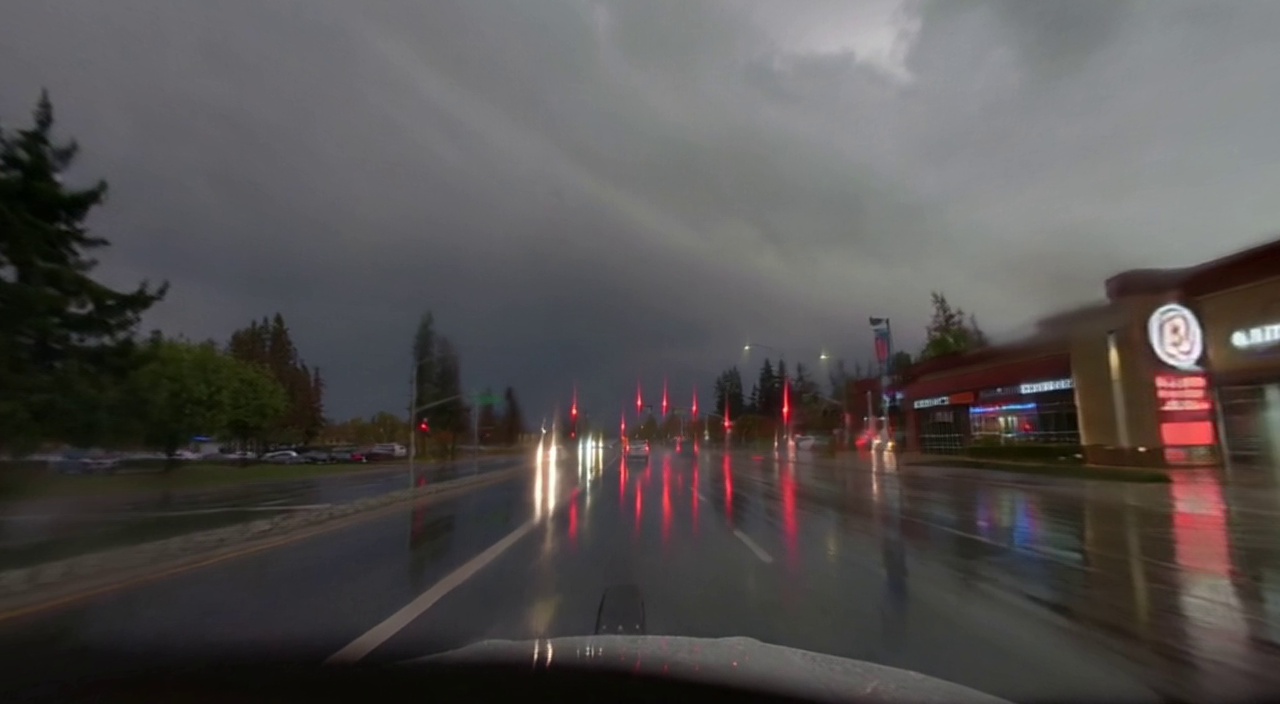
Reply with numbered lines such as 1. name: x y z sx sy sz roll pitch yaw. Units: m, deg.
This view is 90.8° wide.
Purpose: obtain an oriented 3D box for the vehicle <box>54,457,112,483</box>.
1. vehicle: -34.327 7.204 38.865 4.381 1.430 1.899 -7 -11 40

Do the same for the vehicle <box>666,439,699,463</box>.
1. vehicle: 3.205 7.575 48.331 2.103 1.726 4.385 0 -9 -1
